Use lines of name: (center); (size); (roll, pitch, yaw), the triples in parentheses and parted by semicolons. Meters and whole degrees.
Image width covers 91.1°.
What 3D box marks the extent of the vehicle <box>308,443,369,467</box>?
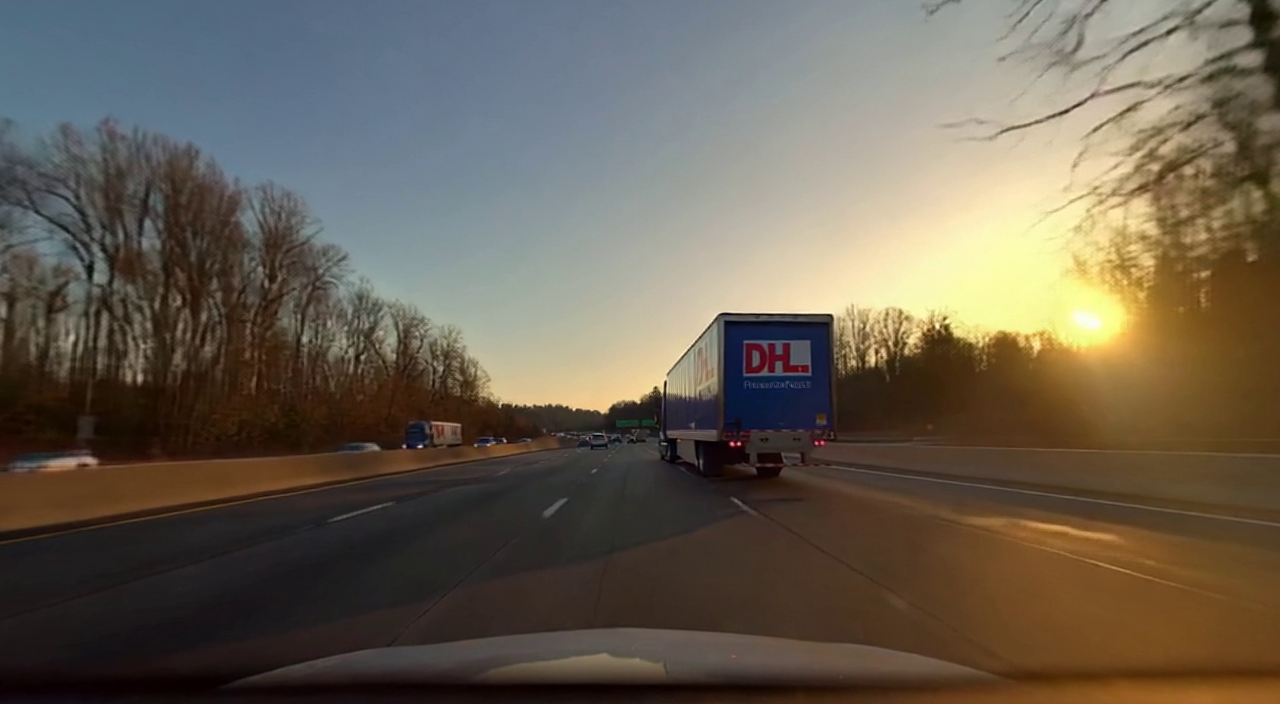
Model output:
vehicle: (-19.823, 6.788, 41.591); (1.931, 1.459, 4.334); (0, -8, -1)

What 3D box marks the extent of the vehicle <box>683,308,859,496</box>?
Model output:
vehicle: (3.213, 1.678, 18.581); (3.011, 4.211, 8.926); (0, -8, -2)

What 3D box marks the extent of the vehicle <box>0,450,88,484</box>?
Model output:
vehicle: (-38.716, 7.201, 39.610); (2.271, 1.914, 5.593); (-1, -8, 8)
